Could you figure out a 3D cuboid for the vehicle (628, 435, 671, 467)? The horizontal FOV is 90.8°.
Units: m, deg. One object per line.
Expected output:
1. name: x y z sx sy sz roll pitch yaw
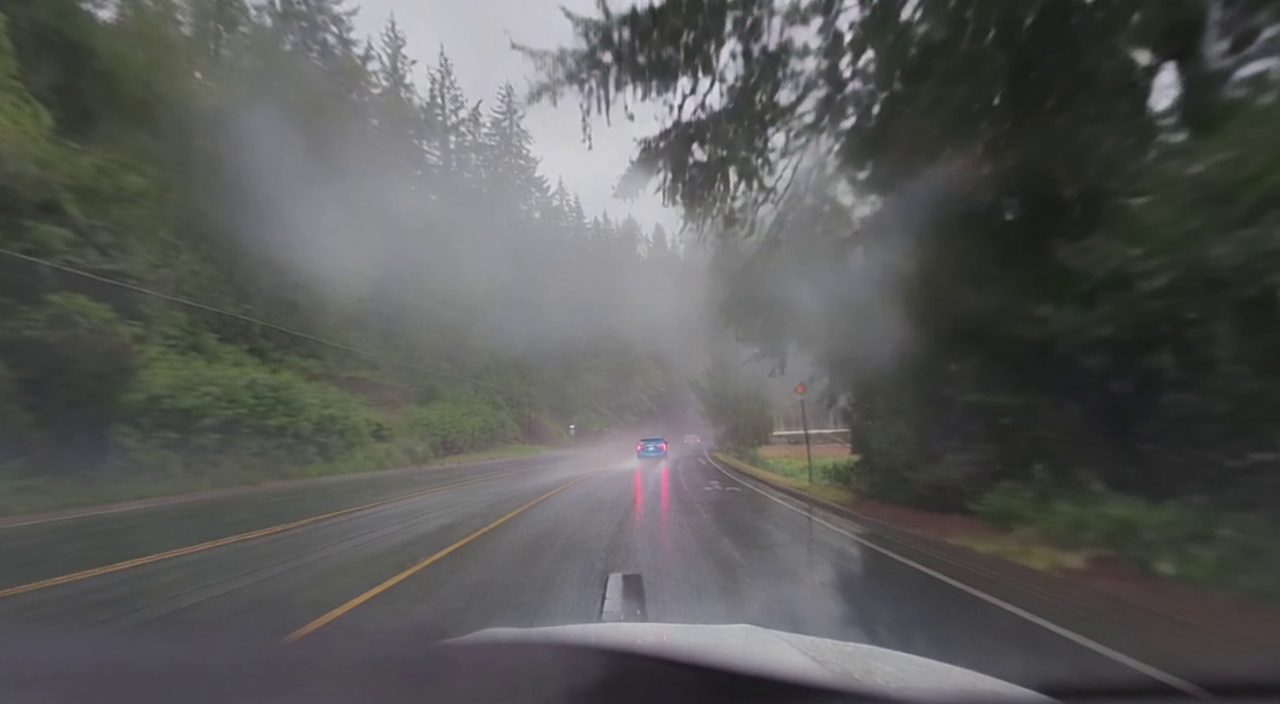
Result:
1. vehicle: 0.615 5.711 36.566 2.294 1.708 4.110 -1 -9 4
